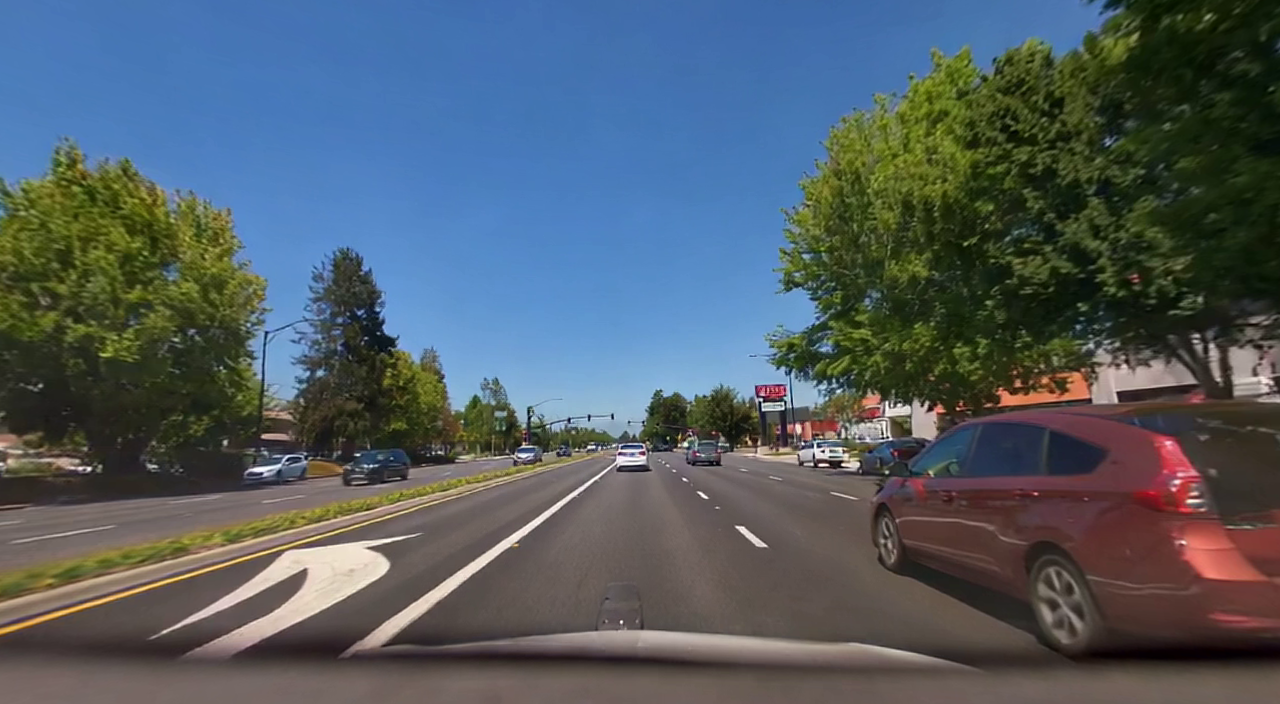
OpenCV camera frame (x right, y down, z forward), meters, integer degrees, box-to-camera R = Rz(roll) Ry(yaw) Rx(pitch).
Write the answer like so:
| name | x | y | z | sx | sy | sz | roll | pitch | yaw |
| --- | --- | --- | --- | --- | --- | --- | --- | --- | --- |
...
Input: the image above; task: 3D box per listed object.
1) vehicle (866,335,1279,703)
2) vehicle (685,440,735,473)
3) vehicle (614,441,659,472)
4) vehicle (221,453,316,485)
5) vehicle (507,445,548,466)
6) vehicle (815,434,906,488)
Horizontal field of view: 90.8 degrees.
| name | x | y | z | sx | sy | sz | roll | pitch | yaw |
| --- | --- | --- | --- | --- | --- | --- | --- | --- | --- |
| vehicle | 3.102 | 0.979 | 3.491 | 2.022 | 1.643 | 4.326 | 0 | -8 | -1 |
| vehicle | 3.352 | 5.119 | 31.140 | 1.889 | 1.473 | 4.303 | 0 | -8 | -1 |
| vehicle | -0.190 | 5.278 | 32.044 | 2.135 | 1.468 | 4.076 | 0 | -8 | 0 |
| vehicle | -20.086 | 6.332 | 34.511 | 2.201 | 1.561 | 5.095 | 0 | -8 | -1 |
| vehicle | -8.205 | 7.583 | 46.500 | 2.062 | 1.499 | 4.528 | 0 | -8 | 1 |
| vehicle | 7.719 | 3.833 | 22.661 | 2.444 | 1.700 | 4.771 | -2 | -9 | 12 |
